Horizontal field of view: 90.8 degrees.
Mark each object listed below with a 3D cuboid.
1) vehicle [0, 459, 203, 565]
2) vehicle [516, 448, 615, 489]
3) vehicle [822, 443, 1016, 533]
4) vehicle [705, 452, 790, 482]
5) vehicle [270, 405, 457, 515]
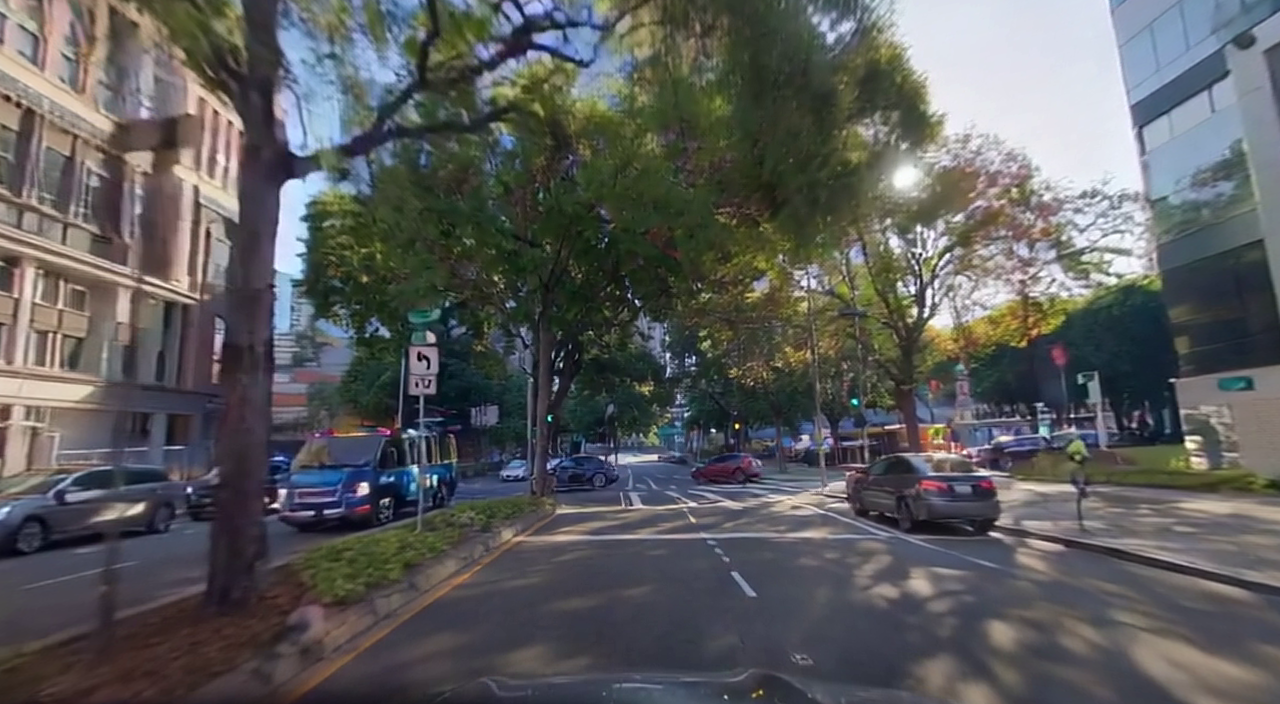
[{"bbox_3d":[-11.377,3.005,12.653,1.968,1.608,4.609,0,-8,-1],"label":"vehicle"},{"bbox_3d":[-3.839,5.987,32.851,4.742,1.906,1.933,6,-10,-35],"label":"vehicle"},{"bbox_3d":[5.469,2.679,13.166,1.888,1.536,4.381,0,-8,-2],"label":"vehicle"},{"bbox_3d":[6.218,6.703,36.963,4.693,1.617,1.849,-1,-8,2],"label":"vehicle"},{"bbox_3d":[-8.380,3.378,20.291,2.591,2.910,6.652,-1,-8,4],"label":"vehicle"}]
